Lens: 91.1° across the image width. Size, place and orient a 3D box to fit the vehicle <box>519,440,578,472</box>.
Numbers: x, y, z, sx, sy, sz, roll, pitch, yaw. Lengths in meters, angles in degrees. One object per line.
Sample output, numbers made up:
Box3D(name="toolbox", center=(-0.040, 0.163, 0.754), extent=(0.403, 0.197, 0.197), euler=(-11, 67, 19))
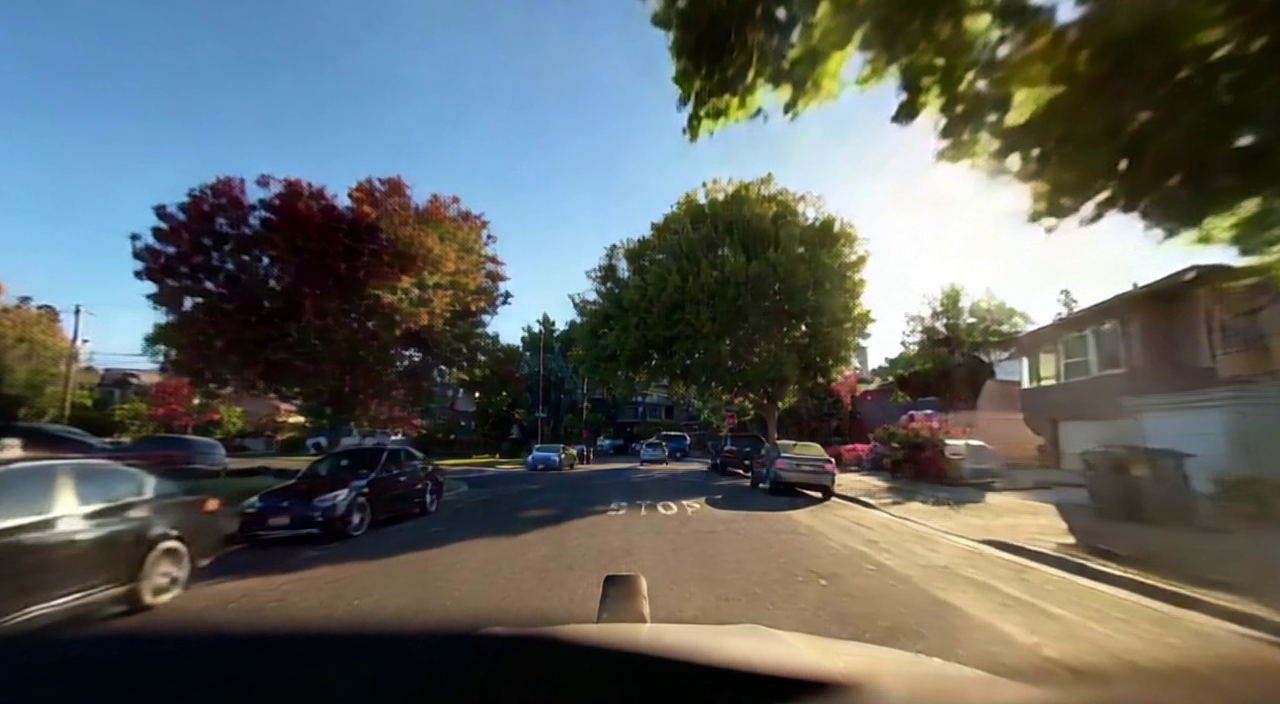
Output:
Box3D(name="vehicle", center=(-4.394, 5.080, 30.818), extent=(1.999, 1.441, 4.628), euler=(-1, -8, 3))

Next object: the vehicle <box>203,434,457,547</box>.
Box3D(name="vehicle", center=(-4.841, 2.199, 10.763), extent=(1.909, 1.492, 4.615), euler=(0, -8, 1))

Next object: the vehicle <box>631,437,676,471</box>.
Box3D(name="vehicle", center=(0.619, 4.936, 30.505), extent=(2.010, 1.499, 4.107), euler=(0, -9, 0))

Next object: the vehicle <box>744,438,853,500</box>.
Box3D(name="vehicle", center=(4.229, 3.181, 17.510), extent=(1.876, 1.477, 4.324), euler=(0, -8, 0))

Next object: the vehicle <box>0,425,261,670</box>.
Box3D(name="vehicle", center=(-4.890, 1.257, 4.183), extent=(1.876, 1.500, 4.361), euler=(-1, -8, 2))

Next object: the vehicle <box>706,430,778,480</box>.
Box3D(name="vehicle", center=(4.017, 4.118, 25.368), extent=(2.144, 1.751, 4.472), euler=(2, -8, 0))
